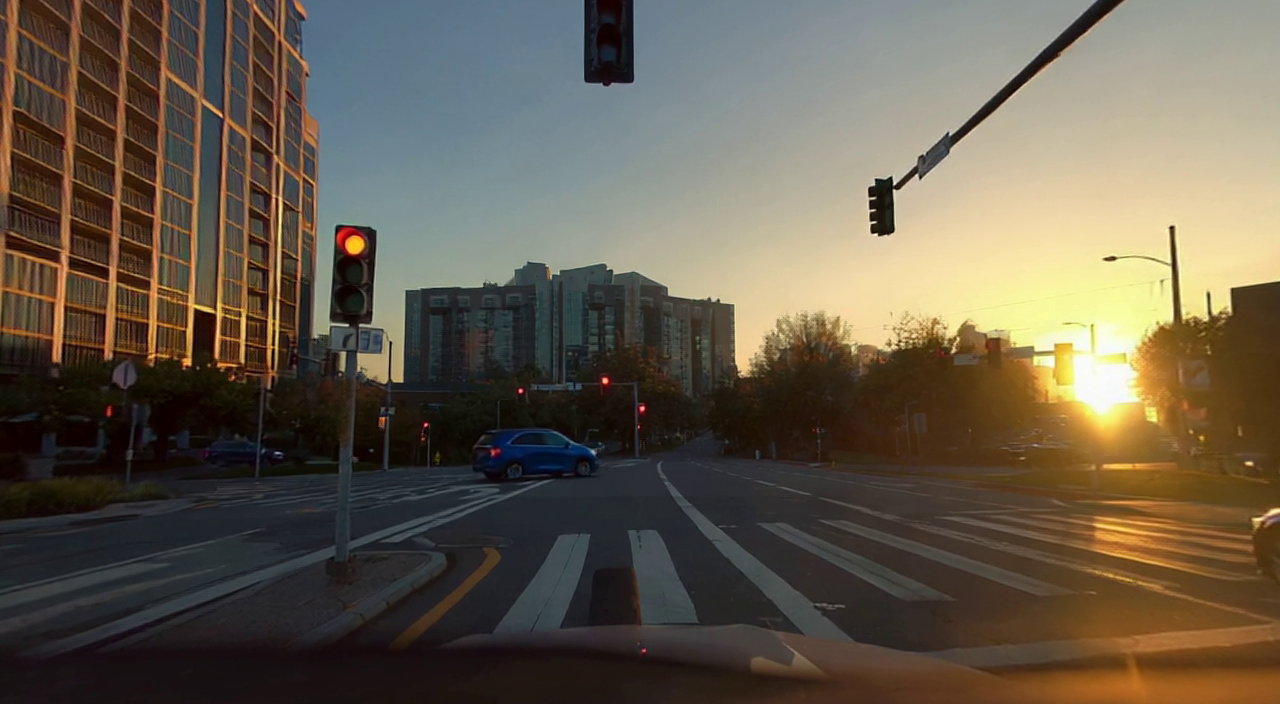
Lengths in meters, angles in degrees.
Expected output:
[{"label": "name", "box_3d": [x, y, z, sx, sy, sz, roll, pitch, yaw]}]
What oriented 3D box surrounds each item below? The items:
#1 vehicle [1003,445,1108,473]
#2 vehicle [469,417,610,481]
[{"label": "vehicle", "box_3d": [24.305, 6.280, 36.755, 4.736, 1.542, 1.966, 0, -9, -2]}, {"label": "vehicle", "box_3d": [-5.270, 5.190, 33.822, 7.088, 3.096, 2.678, 7, -11, -39]}]
